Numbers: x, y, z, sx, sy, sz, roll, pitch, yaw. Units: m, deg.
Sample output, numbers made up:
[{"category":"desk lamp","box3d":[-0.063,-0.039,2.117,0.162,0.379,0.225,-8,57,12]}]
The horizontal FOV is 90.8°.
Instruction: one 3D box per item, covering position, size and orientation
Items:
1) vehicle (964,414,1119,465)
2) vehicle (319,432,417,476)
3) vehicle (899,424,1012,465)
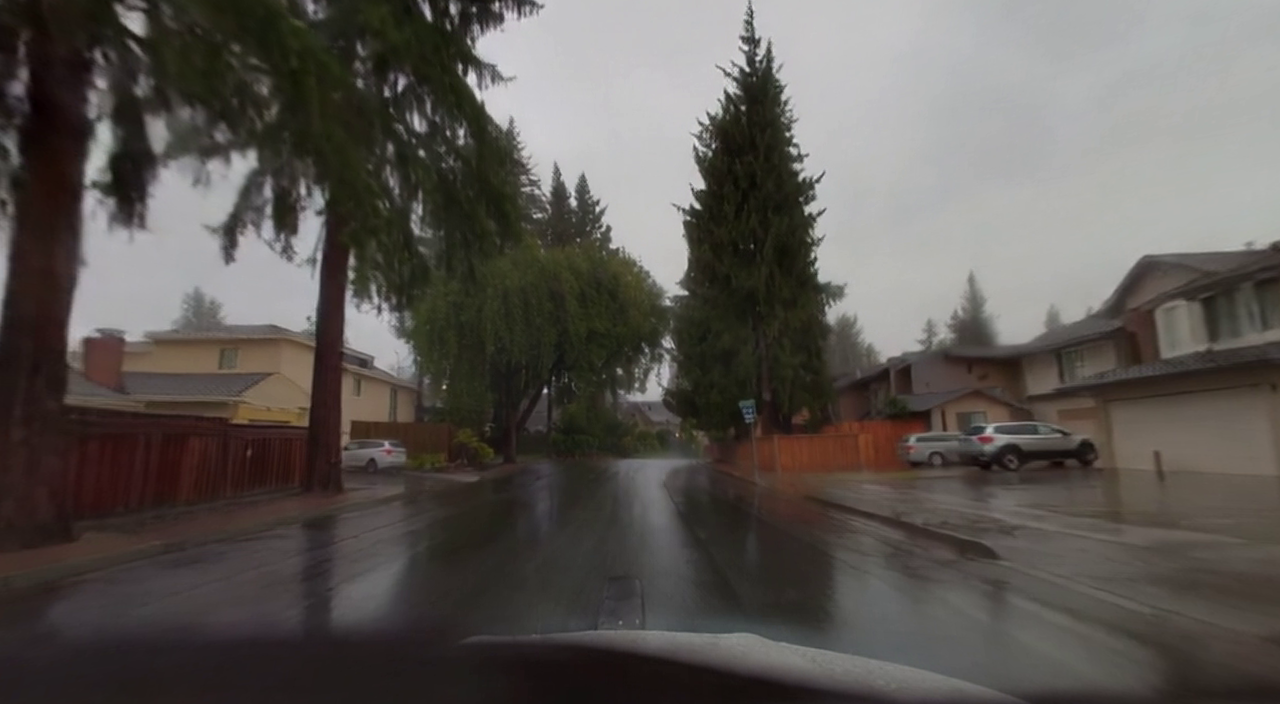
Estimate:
[{"category":"vehicle","box3d":[14.345,3.183,22.880,4.261,1.725,1.955,-2,-9,17]},{"category":"vehicle","box3d":[-12.597,4.668,29.157,4.656,1.835,2.039,-6,-11,37]},{"category":"vehicle","box3d":[13.043,3.859,26.379,3.780,1.601,2.025,-2,-9,13]}]
